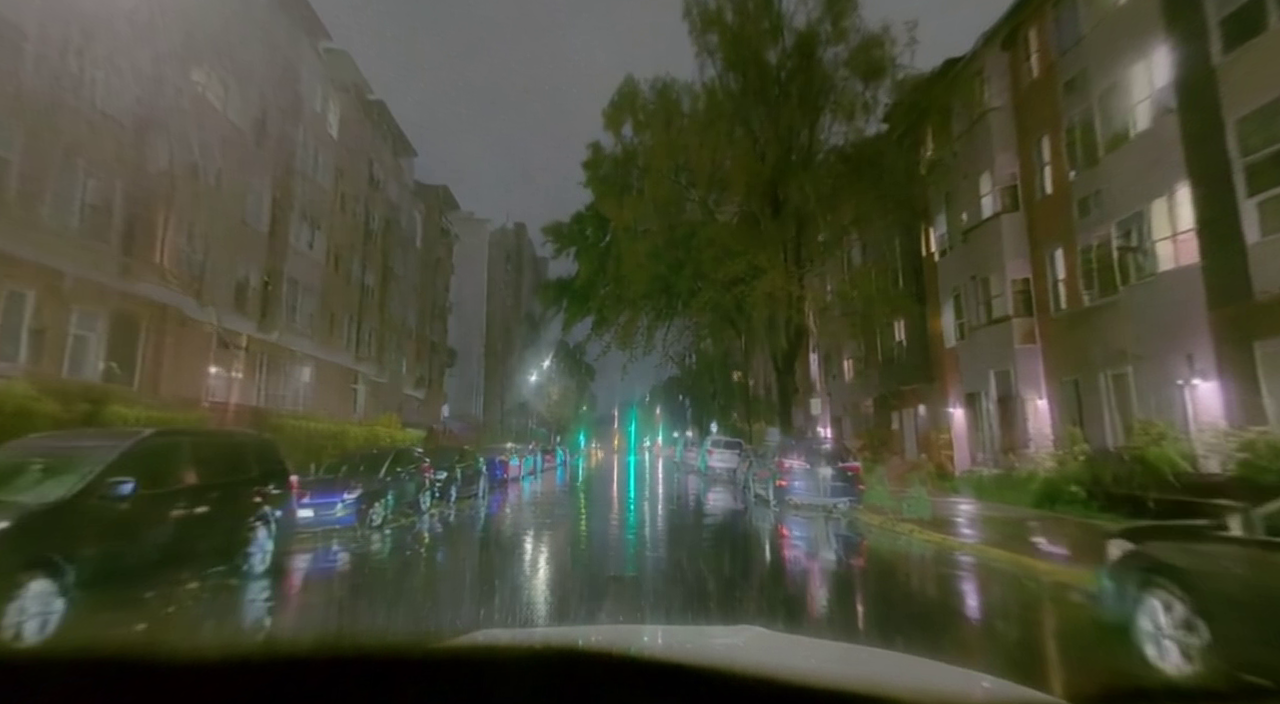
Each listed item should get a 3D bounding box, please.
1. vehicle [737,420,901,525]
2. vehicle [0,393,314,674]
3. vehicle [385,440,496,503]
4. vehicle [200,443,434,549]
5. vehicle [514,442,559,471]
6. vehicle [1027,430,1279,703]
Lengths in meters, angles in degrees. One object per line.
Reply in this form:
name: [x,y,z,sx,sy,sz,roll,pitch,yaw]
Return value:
vehicle: [3.479,2.458,13.508,1.912,1.781,5.159,0,-8,-1]
vehicle: [-5.015,1.371,5.581,1.922,1.728,4.628,0,-8,-2]
vehicle: [-5.349,3.232,17.614,1.711,1.500,4.510,0,-8,-1]
vehicle: [-5.105,2.280,10.862,1.649,1.408,4.665,0,-8,-1]
vehicle: [-5.668,5.735,34.988,1.647,1.481,4.433,0,-8,1]
vehicle: [3.768,1.016,2.338,1.696,1.453,4.574,0,-8,-1]
